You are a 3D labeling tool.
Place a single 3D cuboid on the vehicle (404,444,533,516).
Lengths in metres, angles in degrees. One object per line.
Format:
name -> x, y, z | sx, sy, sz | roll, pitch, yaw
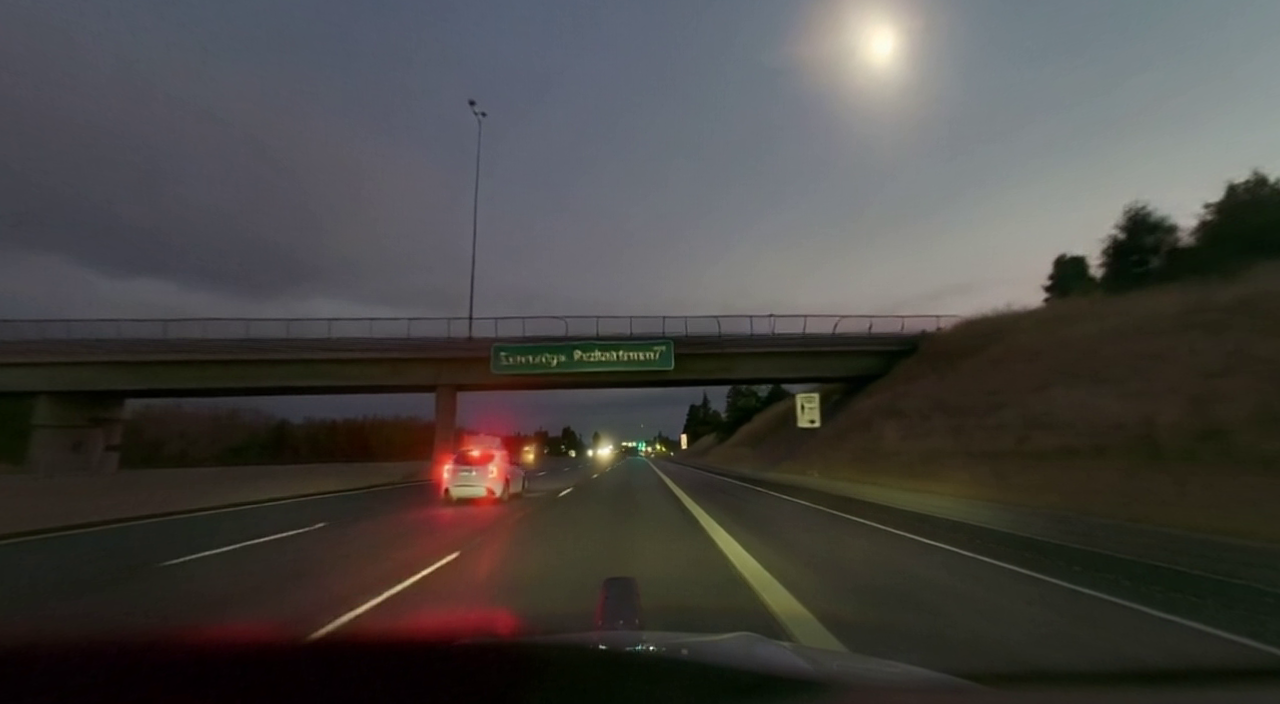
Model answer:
vehicle -> -3.992, 3.048, 15.502 | 1.992, 1.504, 4.117 | 0, -9, 0
